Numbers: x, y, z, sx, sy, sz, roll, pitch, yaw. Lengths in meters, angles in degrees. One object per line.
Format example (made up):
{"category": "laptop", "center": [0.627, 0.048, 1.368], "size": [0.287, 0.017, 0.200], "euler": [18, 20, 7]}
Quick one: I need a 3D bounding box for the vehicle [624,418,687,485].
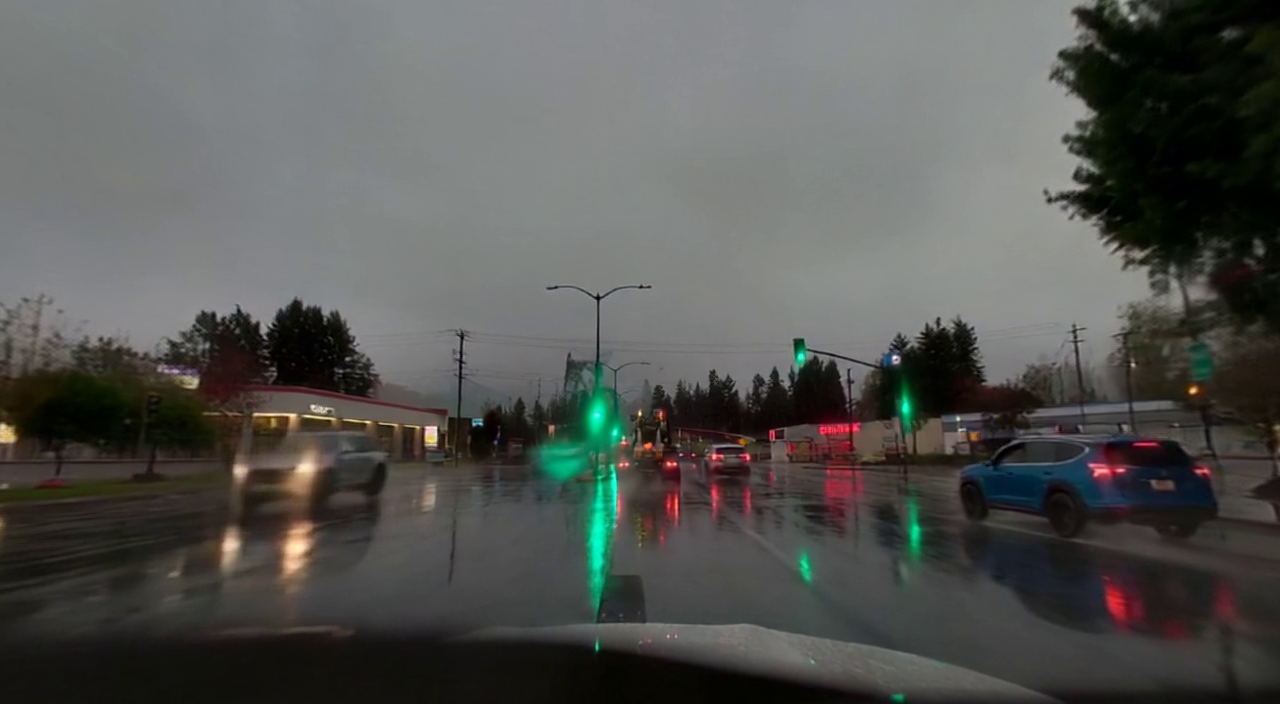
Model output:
{"category": "vehicle", "center": [0.547, 4.502, 28.775], "size": [2.566, 2.705, 6.350], "euler": [0, -8, -1]}

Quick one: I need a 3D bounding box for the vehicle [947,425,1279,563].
{"category": "vehicle", "center": [7.050, 2.092, 10.094], "size": [1.982, 1.698, 4.408], "euler": [0, -8, 0]}

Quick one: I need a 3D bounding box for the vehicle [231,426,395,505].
{"category": "vehicle", "center": [-8.712, 3.055, 17.387], "size": [2.020, 1.864, 4.634], "euler": [0, -8, 0]}

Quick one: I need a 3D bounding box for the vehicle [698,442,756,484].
{"category": "vehicle", "center": [3.855, 4.990, 28.677], "size": [2.025, 1.754, 4.311], "euler": [0, -9, 0]}

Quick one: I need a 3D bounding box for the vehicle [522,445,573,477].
{"category": "vehicle", "center": [-4.624, 5.513, 32.066], "size": [2.001, 1.518, 4.316], "euler": [0, -8, -1]}
